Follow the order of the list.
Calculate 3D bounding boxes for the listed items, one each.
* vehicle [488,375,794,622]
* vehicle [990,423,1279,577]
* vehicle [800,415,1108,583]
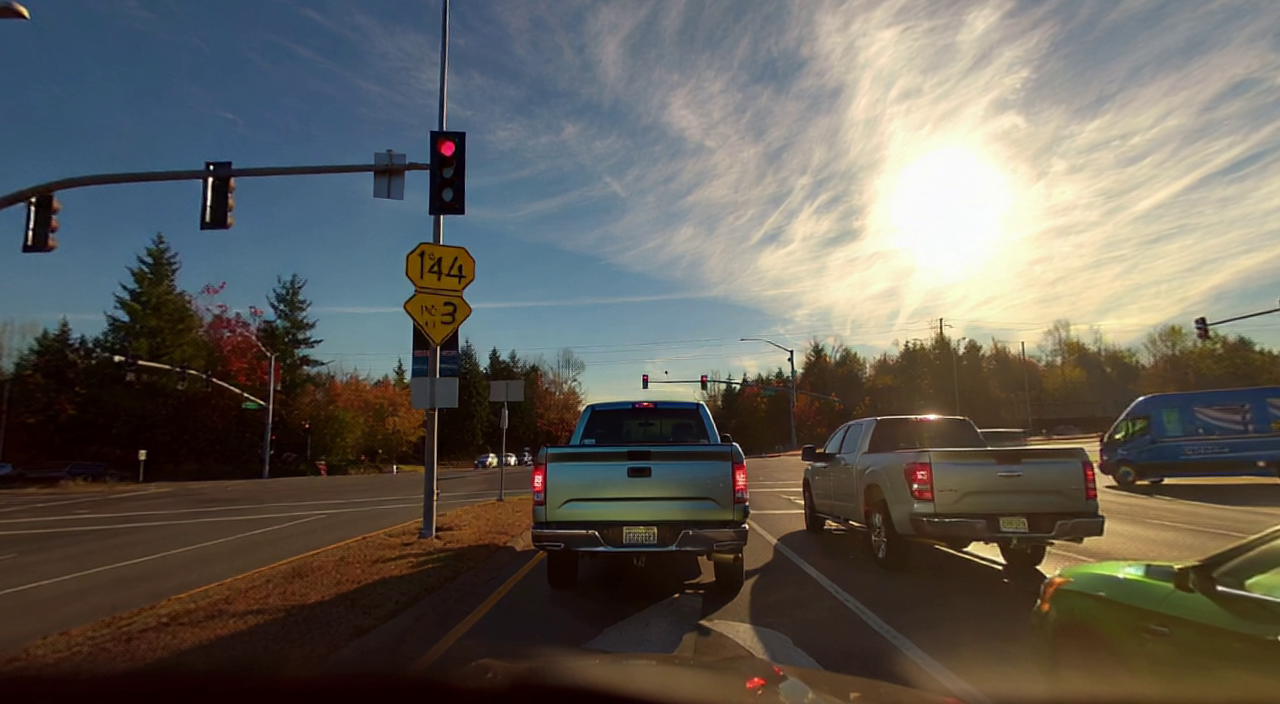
[{"bbox_3d":[0.041,1.478,7.373,2.326,1.880,4.964,0,-8,1],"label":"vehicle"},{"bbox_3d":[6.832,1.749,8.295,1.973,1.470,4.228,0,-8,-1],"label":"vehicle"},{"bbox_3d":[3.569,1.724,8.197,1.981,1.616,4.006,0,-8,1],"label":"vehicle"}]
